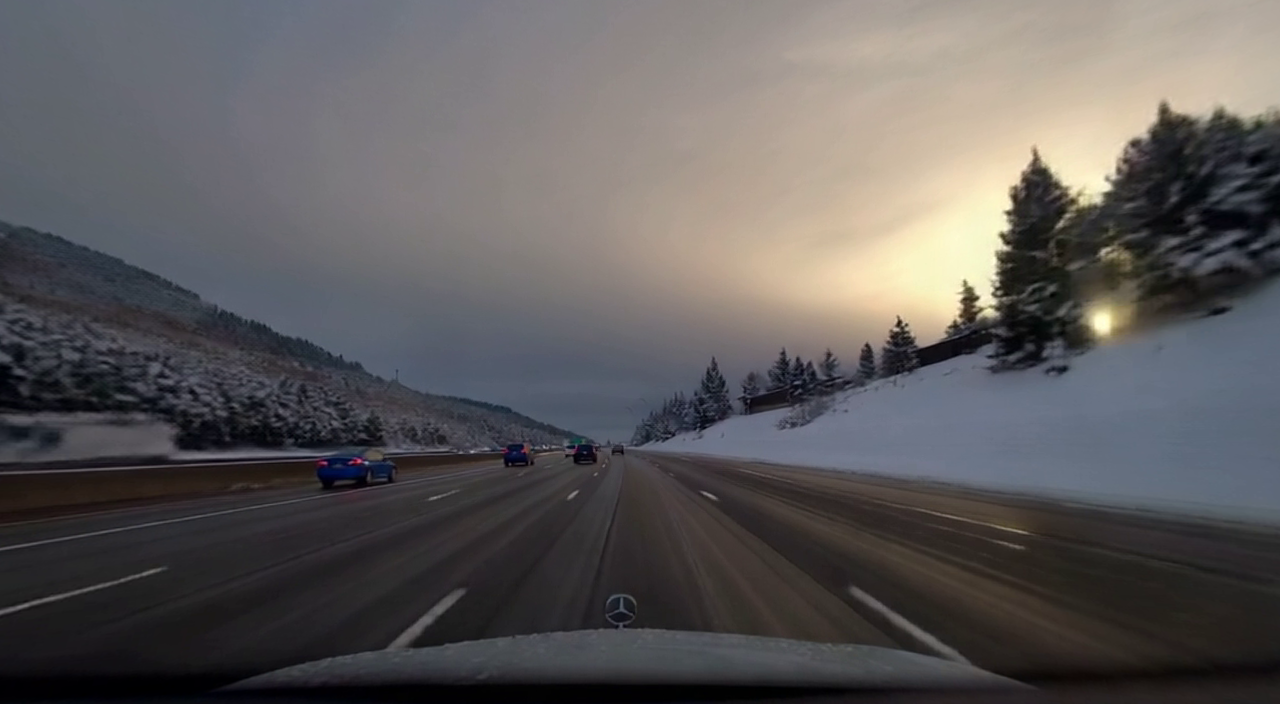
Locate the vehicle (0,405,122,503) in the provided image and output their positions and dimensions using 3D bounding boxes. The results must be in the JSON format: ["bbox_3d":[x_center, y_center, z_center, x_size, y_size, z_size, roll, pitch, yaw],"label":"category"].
[{"bbox_3d":[-17.817,2.780,17.226,2.308,2.505,5.849,0,-9,0],"label":"vehicle"}]

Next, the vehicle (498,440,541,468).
[{"bbox_3d":[-7.990,6.829,42.383,2.074,1.768,4.805,0,-9,-1],"label":"vehicle"}]

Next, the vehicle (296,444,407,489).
[{"bbox_3d":[-10.564,4.206,23.570,1.949,1.475,4.740,0,-9,-1],"label":"vehicle"}]
